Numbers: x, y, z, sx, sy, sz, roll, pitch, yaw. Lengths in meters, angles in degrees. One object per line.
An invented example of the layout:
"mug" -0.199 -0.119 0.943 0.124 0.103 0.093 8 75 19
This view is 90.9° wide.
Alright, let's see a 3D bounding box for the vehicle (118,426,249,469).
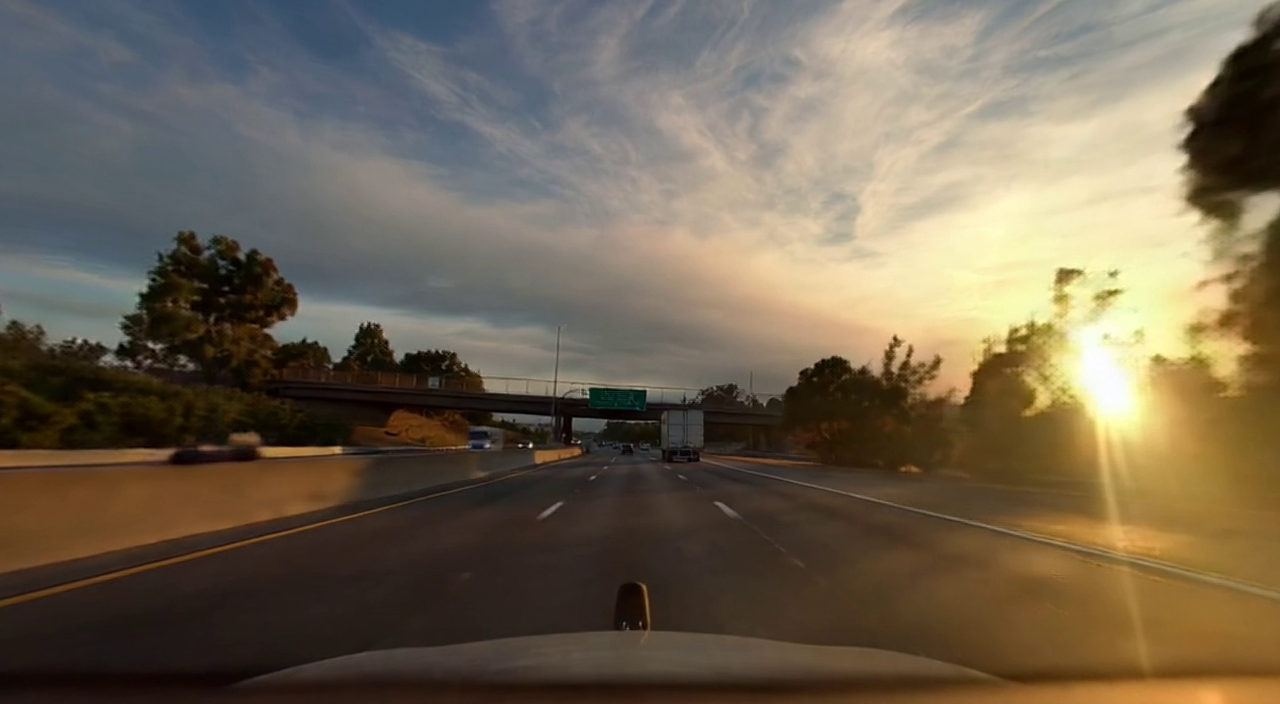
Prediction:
"vehicle" -18.132 3.842 25.356 1.888 1.570 4.568 0 -9 -1
